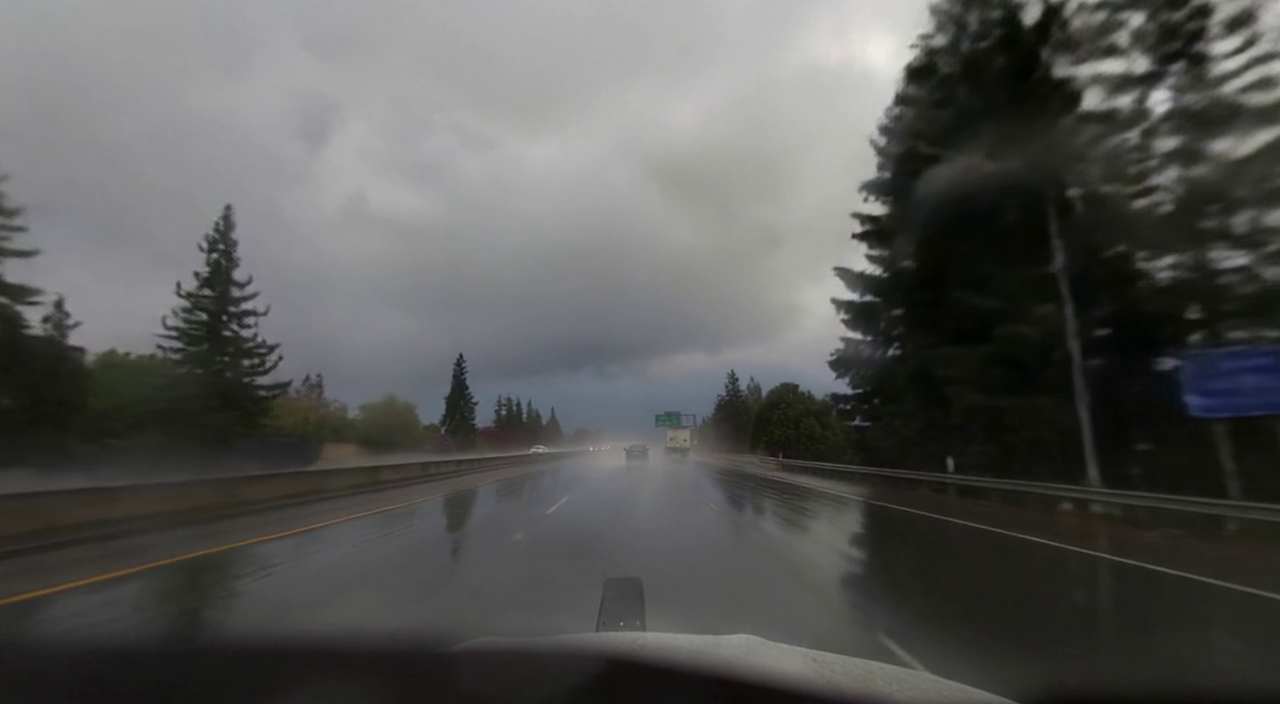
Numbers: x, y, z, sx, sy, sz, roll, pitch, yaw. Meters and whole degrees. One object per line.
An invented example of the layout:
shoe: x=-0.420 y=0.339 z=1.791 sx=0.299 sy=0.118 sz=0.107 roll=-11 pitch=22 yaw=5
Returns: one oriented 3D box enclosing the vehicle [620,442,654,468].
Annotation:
vehicle: x=-0.229 y=6.818 z=42.015 sx=2.173 sy=1.598 sz=4.293 roll=0 pitch=-9 yaw=-1
